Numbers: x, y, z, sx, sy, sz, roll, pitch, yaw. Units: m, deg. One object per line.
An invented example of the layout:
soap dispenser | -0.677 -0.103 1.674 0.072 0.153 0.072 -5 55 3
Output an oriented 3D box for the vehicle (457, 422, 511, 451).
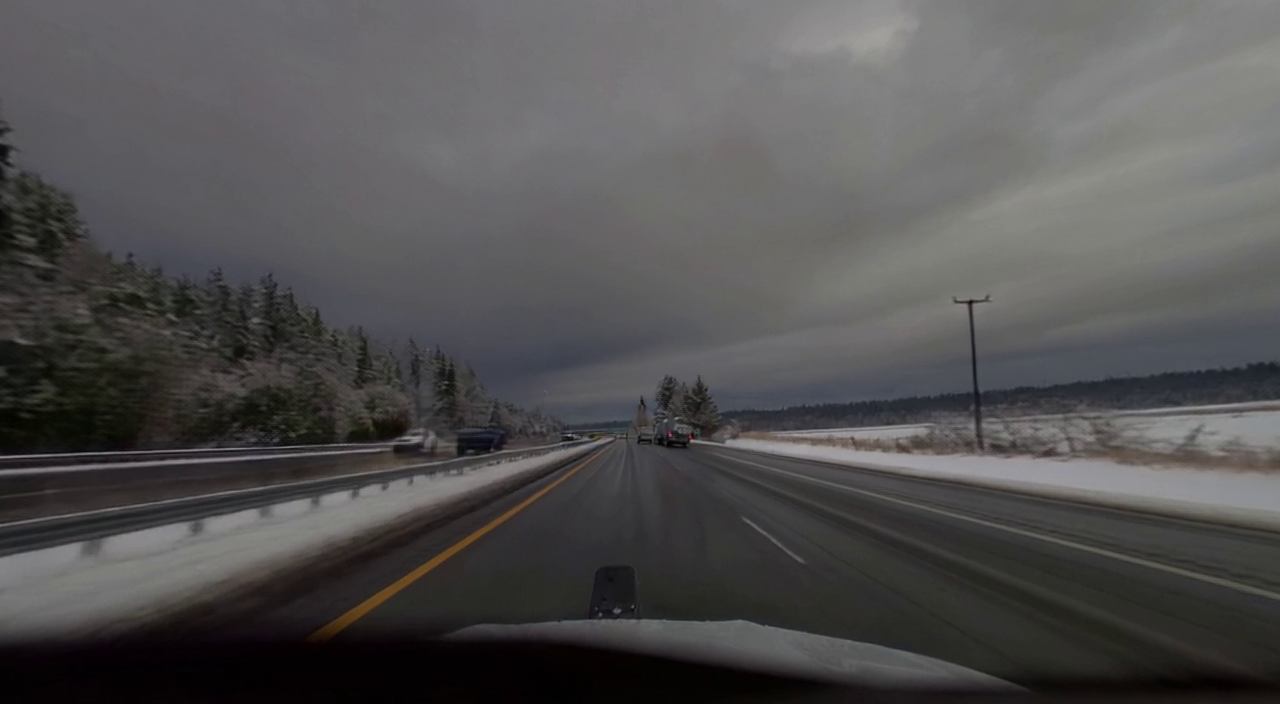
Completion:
vehicle | -9.249 5.085 37.823 2.069 1.641 4.764 0 -8 0

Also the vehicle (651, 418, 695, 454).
vehicle | 2.532 6.651 49.857 2.821 2.673 6.205 0 -8 -3

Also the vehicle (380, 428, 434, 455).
vehicle | -13.413 5.154 36.505 1.791 1.469 3.578 0 -8 -1
